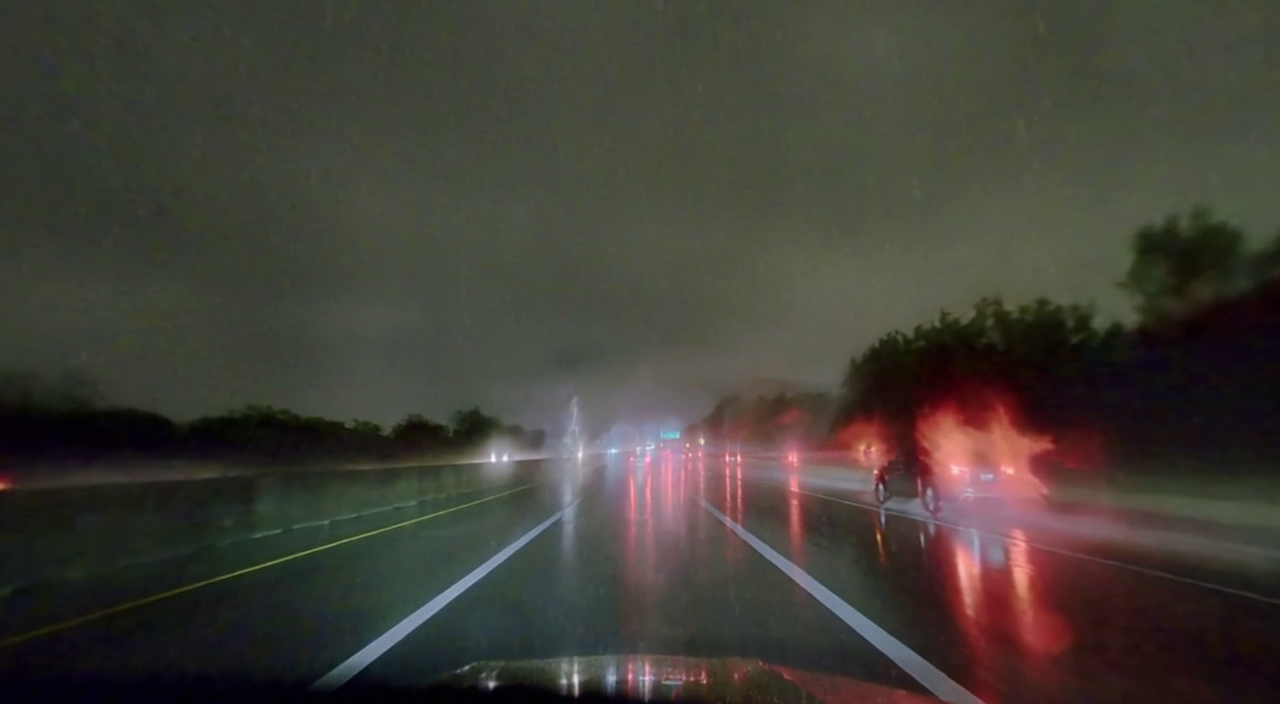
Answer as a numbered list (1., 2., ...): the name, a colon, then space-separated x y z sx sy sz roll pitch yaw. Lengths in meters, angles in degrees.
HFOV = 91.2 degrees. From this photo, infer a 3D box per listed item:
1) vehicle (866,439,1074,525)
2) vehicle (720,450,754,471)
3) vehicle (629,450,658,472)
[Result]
1. vehicle: 6.838 2.726 13.732 2.008 1.533 4.592 0 -9 -1
2. vehicle: 7.280 8.189 47.495 1.941 1.485 3.701 0 -9 -1
3. vehicle: 0.235 7.981 45.972 2.025 1.526 4.181 0 -9 1
